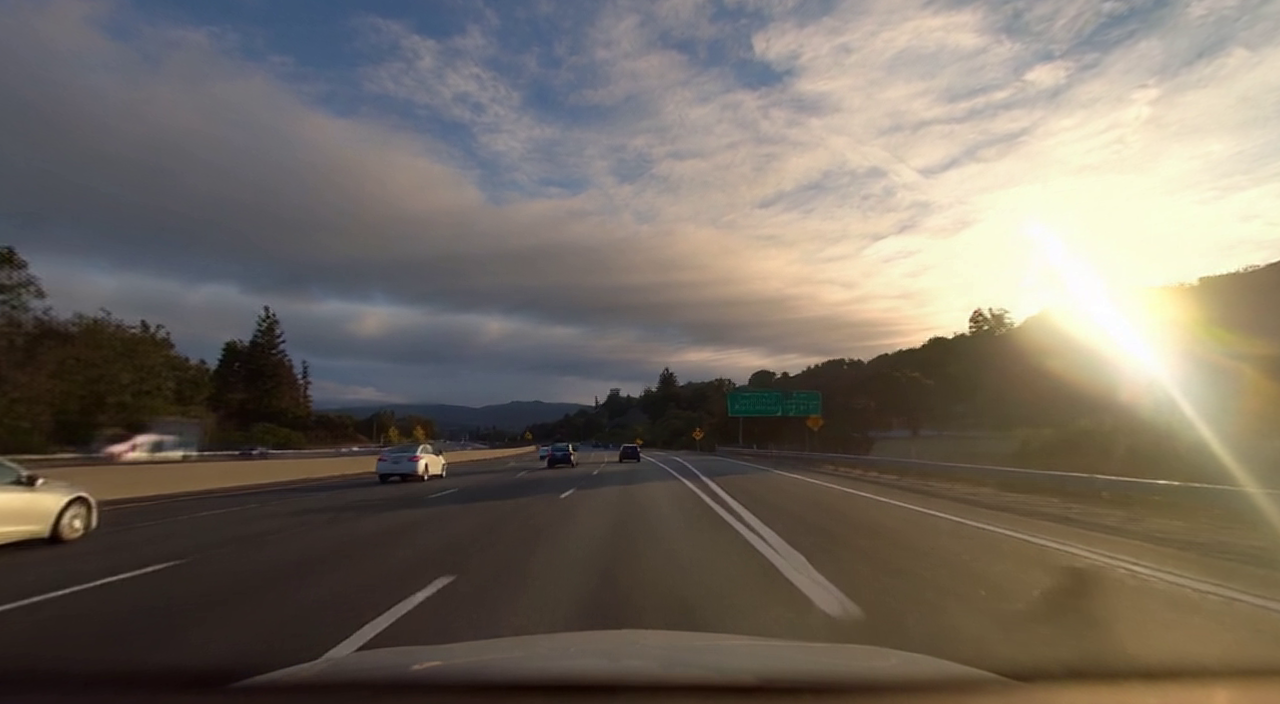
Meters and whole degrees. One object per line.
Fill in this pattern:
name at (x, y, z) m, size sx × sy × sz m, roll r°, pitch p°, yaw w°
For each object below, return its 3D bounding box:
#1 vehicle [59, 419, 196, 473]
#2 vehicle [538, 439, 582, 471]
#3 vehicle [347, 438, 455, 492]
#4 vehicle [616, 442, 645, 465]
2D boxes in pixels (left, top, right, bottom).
vehicle at (-27.470, 5.101, 34.196) m, size 2.332 × 2.632 × 5.928 m, roll 0°, pitch -8°, yaw 0°
vehicle at (-4.391, 5.734, 35.309) m, size 1.991 × 1.610 × 4.606 m, roll 0°, pitch -8°, yaw -1°
vehicle at (-7.936, 3.780, 21.399) m, size 2.086 × 1.628 × 4.039 m, roll 0°, pitch -8°, yaw -1°
vehicle at (-0.664, 6.939, 43.151) m, size 1.881 × 1.460 × 3.694 m, roll 0°, pitch -8°, yaw -1°
